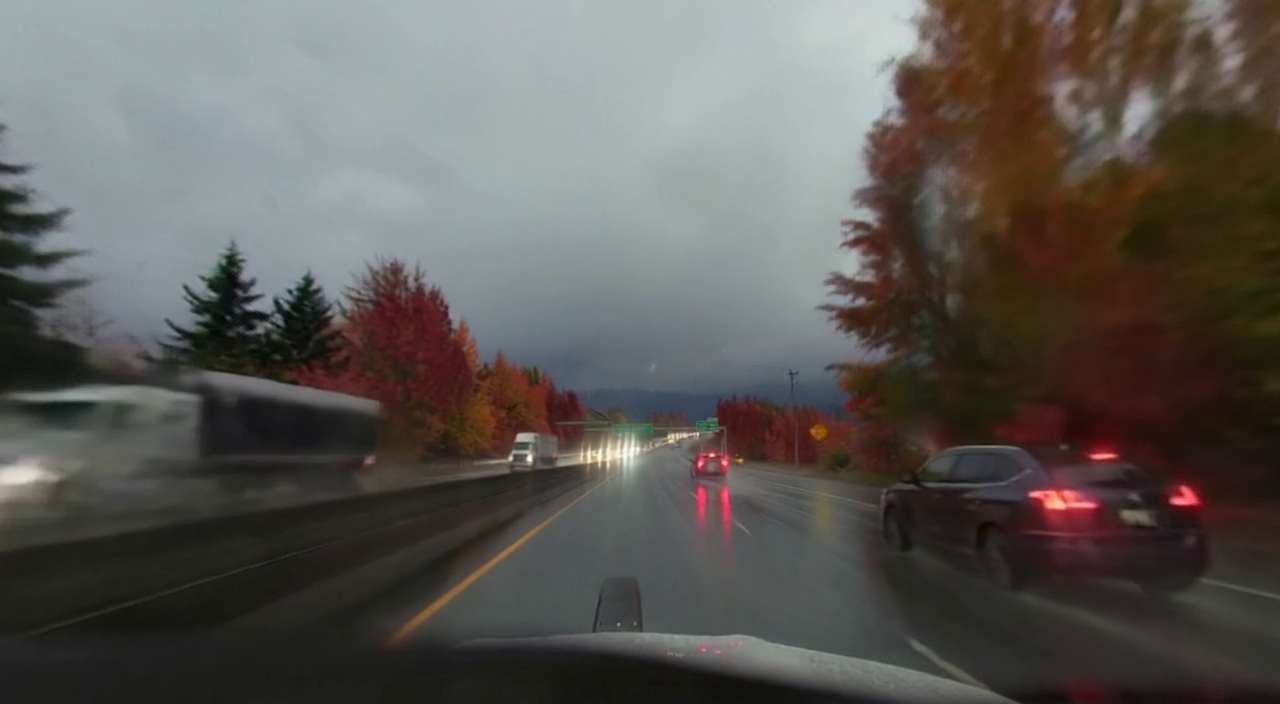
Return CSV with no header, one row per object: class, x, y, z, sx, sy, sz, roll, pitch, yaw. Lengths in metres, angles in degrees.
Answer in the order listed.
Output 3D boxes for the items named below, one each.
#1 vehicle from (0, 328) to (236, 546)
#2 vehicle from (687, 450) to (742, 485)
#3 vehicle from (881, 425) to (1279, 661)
vehicle,-13.335,2.000,14.788,3.253,4.062,6.069,0,-9,1
vehicle,3.501,5.518,30.261,2.070,1.546,4.648,0,-9,0
vehicle,4.385,1.607,6.371,2.119,1.557,4.163,0,-9,-1
